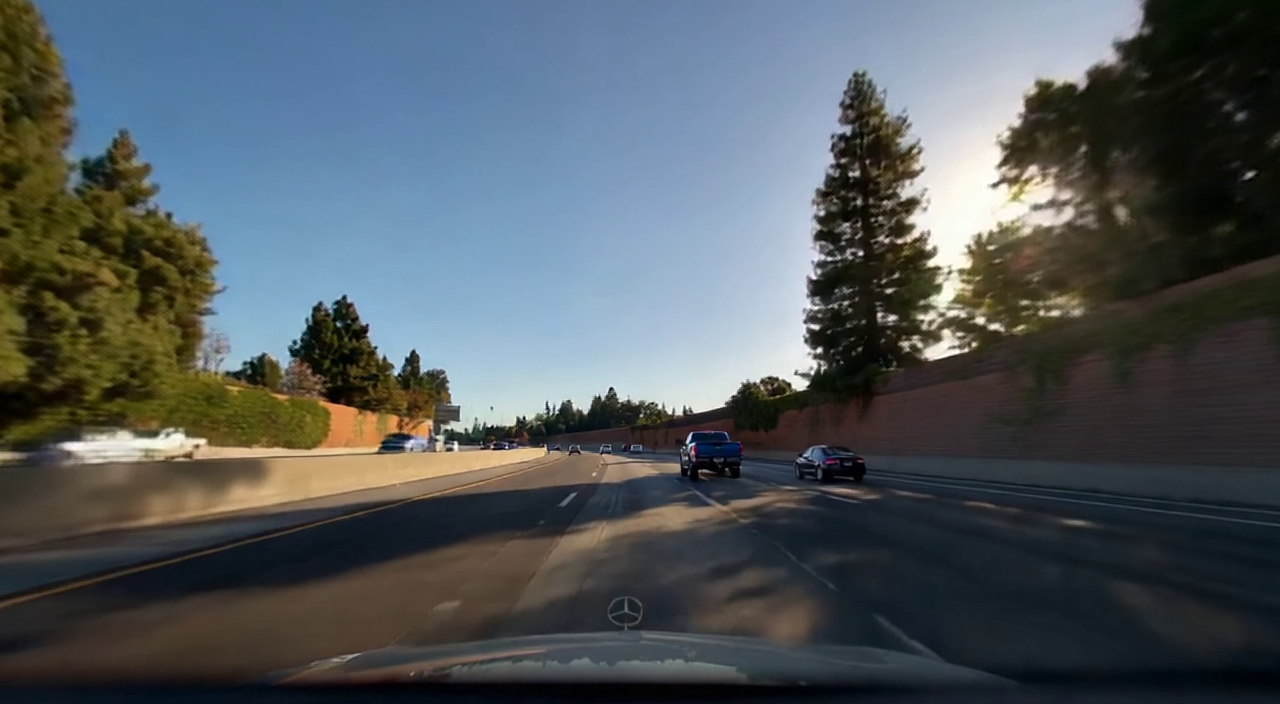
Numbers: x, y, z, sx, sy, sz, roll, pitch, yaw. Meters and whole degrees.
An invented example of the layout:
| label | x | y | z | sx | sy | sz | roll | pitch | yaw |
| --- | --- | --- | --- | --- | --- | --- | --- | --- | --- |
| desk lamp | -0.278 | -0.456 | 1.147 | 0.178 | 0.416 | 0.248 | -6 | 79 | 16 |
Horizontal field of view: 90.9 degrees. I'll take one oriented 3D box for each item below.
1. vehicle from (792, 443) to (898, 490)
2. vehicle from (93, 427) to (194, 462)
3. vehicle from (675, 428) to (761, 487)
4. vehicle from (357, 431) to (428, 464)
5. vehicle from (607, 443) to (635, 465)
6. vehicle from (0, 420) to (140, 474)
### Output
| label | x | y | z | sx | sy | sz | roll | pitch | yaw |
| --- | --- | --- | --- | --- | --- | --- | --- | --- | --- |
| vehicle | 7.193 | 4.058 | 22.808 | 1.976 | 1.485 | 4.925 | 0 | -8 | -3 |
| vehicle | -32.599 | 6.112 | 41.659 | 2.194 | 2.133 | 5.403 | 0 | -8 | 1 |
| vehicle | 2.794 | 3.983 | 24.172 | 2.374 | 1.952 | 5.431 | 0 | -8 | -2 |
| vehicle | -15.234 | 5.940 | 39.297 | 2.330 | 1.837 | 5.815 | 0 | -8 | -3 |
| vehicle | -1.537 | 7.919 | 49.115 | 2.050 | 1.607 | 3.821 | 0 | -8 | -4 |
| vehicle | -22.220 | 3.665 | 24.354 | 2.101 | 1.868 | 4.631 | 0 | -8 | -2 |
